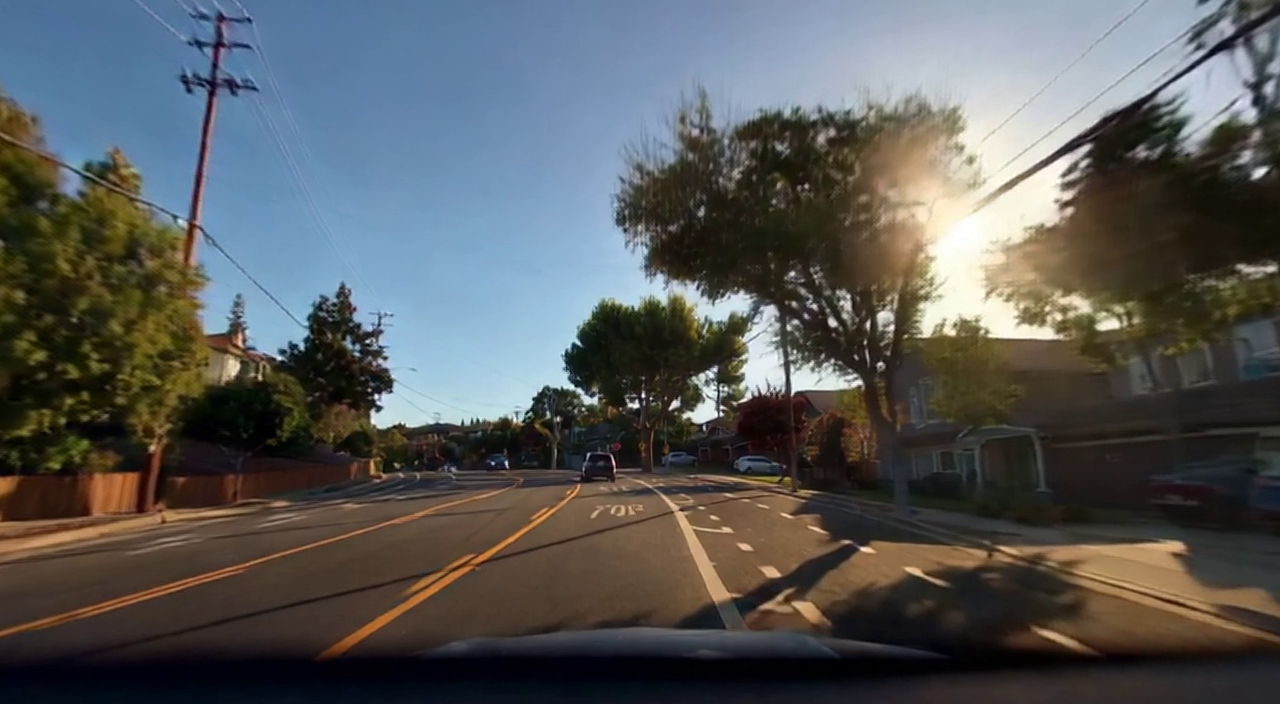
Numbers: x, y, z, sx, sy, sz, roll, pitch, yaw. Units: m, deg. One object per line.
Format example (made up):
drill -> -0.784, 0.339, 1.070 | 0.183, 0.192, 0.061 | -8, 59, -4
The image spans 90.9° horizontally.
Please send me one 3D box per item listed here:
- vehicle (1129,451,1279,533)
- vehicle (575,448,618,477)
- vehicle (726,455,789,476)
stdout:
vehicle -> 12.209, 2.672, 12.201 | 3.959, 1.382, 1.906 | 1, -13, -7
vehicle -> -3.116, 7.694, 44.228 | 2.284, 1.741, 4.702 | 4, -8, -11
vehicle -> 9.146, 8.815, 49.093 | 4.383, 1.508, 1.884 | 1, -8, -10
